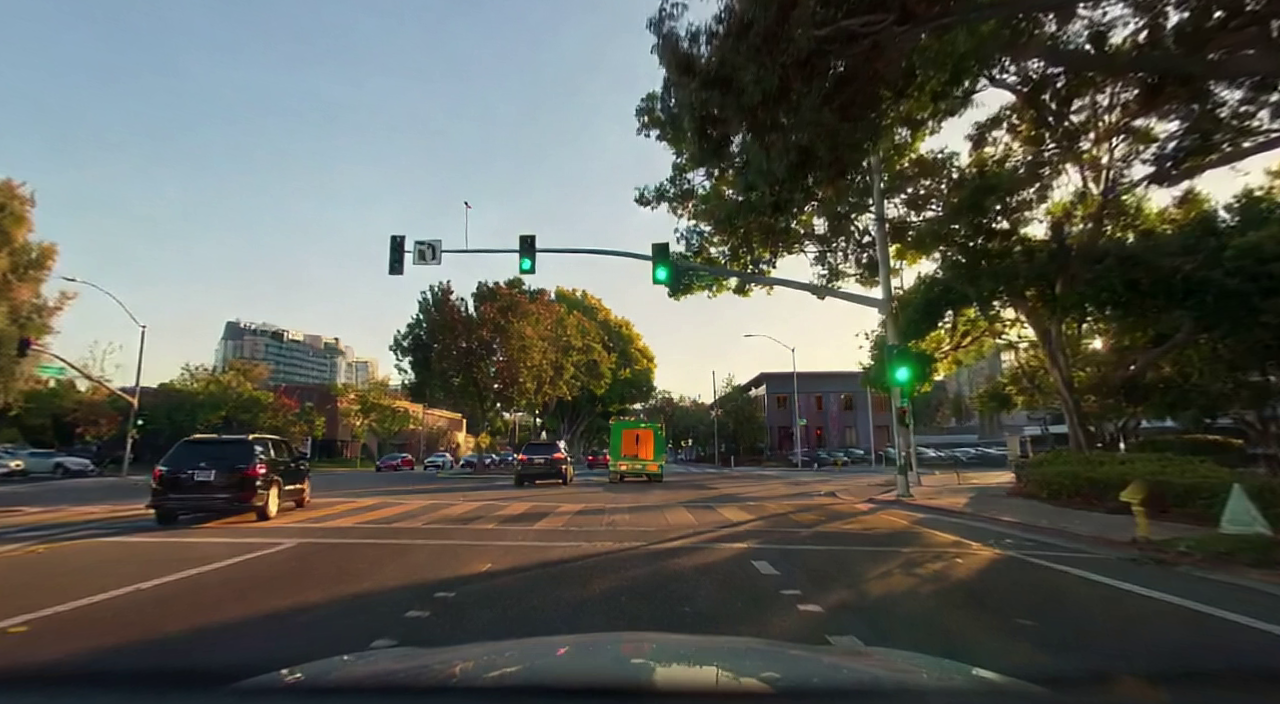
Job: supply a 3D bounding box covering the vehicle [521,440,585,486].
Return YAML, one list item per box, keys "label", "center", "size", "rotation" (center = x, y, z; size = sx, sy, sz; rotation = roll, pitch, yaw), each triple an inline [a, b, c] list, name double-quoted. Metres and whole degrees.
- label: "vehicle"
  center: [-3.728, 4.825, 27.884]
  size: [2.184, 1.830, 4.890]
  rotation: [0, -8, 0]

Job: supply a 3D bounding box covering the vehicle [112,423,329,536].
- label: "vehicle"
  center: [-7.911, 2.402, 12.513]
  size: [2.021, 1.798, 4.346]
  rotation: [2, -9, -12]

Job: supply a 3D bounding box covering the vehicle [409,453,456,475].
- label: "vehicle"
  center: [-16.365, 8.830, 49.971]
  size: [2.022, 1.442, 4.853]
  rotation: [-4, -9, 1]

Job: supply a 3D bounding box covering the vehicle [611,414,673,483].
- label: "vehicle"
  center: [-0.032, 5.180, 34.095]
  size: [2.843, 3.120, 10.422]
  rotation: [0, -8, -1]
